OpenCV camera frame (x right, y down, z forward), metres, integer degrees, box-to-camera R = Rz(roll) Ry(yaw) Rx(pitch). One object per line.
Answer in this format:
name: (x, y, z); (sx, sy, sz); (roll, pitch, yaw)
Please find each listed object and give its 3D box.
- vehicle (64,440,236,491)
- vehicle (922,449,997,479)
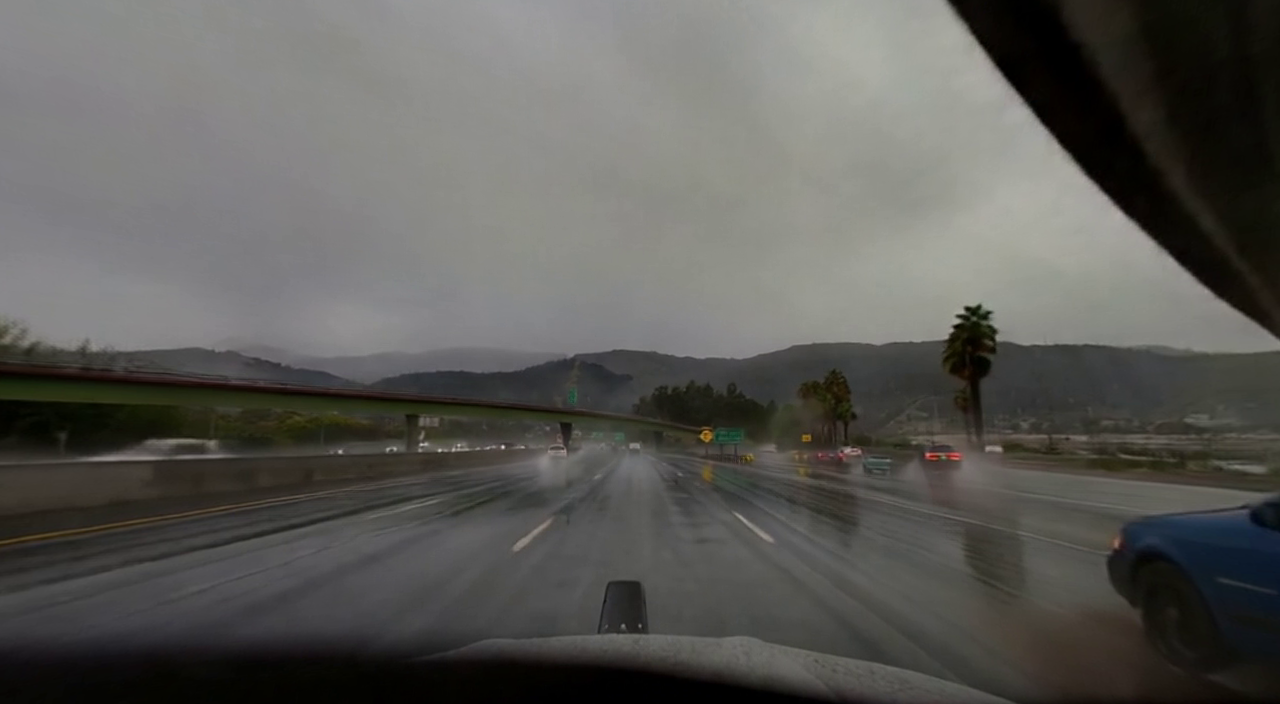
vehicle: (-16.068, 3.726, 20.997); (1.952, 1.479, 4.689); (0, -9, 0)
vehicle: (19.486, 6.827, 38.549); (2.294, 1.737, 4.708); (-1, -9, 3)
